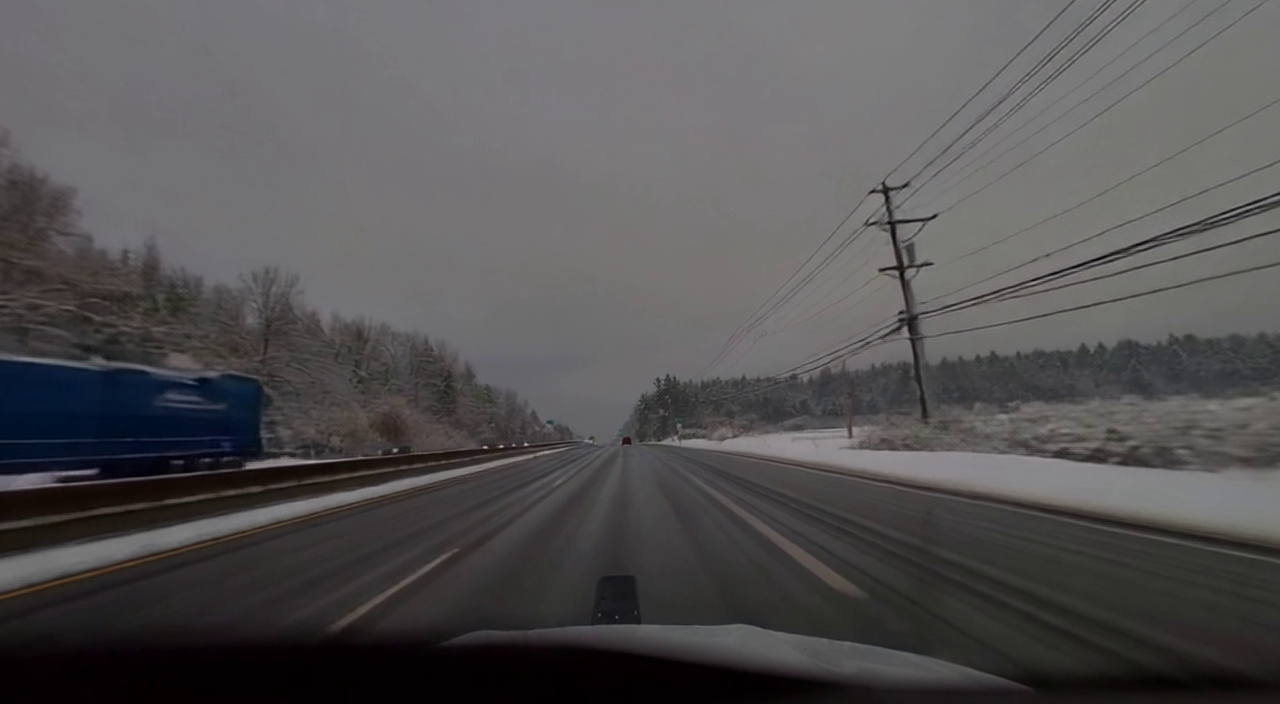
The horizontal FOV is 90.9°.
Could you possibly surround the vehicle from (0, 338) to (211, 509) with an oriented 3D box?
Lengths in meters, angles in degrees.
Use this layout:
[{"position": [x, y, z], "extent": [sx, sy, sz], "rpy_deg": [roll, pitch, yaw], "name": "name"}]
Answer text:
[{"position": [-17.368, 1.941, 16.601], "extent": [2.873, 4.208, 13.588], "rpy_deg": [-1, -8, -1], "name": "vehicle"}]
